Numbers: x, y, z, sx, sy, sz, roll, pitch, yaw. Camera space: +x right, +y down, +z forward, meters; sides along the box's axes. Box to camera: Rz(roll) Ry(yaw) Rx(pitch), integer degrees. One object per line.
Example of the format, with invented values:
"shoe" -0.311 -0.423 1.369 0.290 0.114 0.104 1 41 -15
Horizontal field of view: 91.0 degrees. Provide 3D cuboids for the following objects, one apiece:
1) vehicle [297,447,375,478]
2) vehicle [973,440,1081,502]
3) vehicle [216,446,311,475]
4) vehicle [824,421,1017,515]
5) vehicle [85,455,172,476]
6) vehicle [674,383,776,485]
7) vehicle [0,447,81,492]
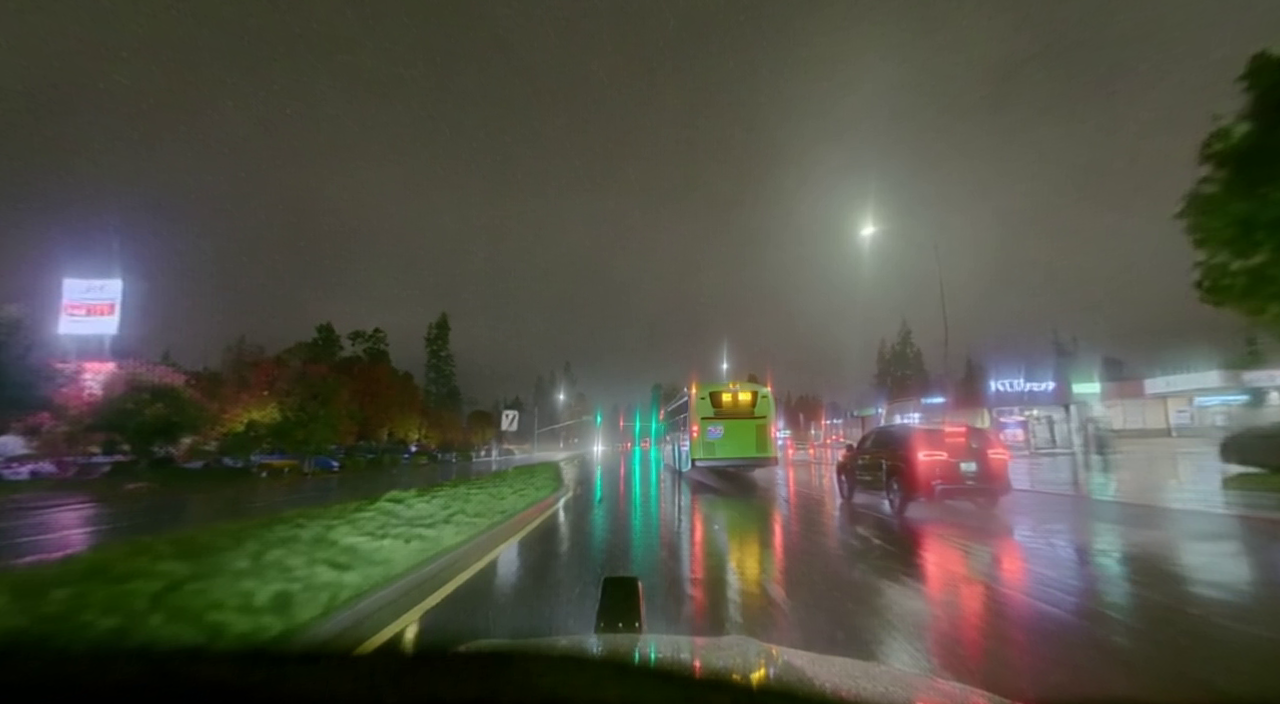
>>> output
"vehicle" -19.121 6.943 39.923 2.277 1.764 5.283 -2 -8 1
"vehicle" 10.837 3.193 17.452 2.042 1.456 4.800 -6 -10 36
"vehicle" -25.140 7.260 42.168 4.857 1.846 2.185 0 -8 -2
"vehicle" 5.976 2.528 14.221 2.129 1.754 4.668 0 -8 -1
"vehicle" -38.692 8.583 47.709 4.646 1.447 2.215 0 -9 0
"vehicle" 2.994 3.320 25.085 2.766 3.306 9.281 0 -8 0
"vehicle" -28.188 5.152 27.768 2.181 1.901 5.196 0 -8 0
